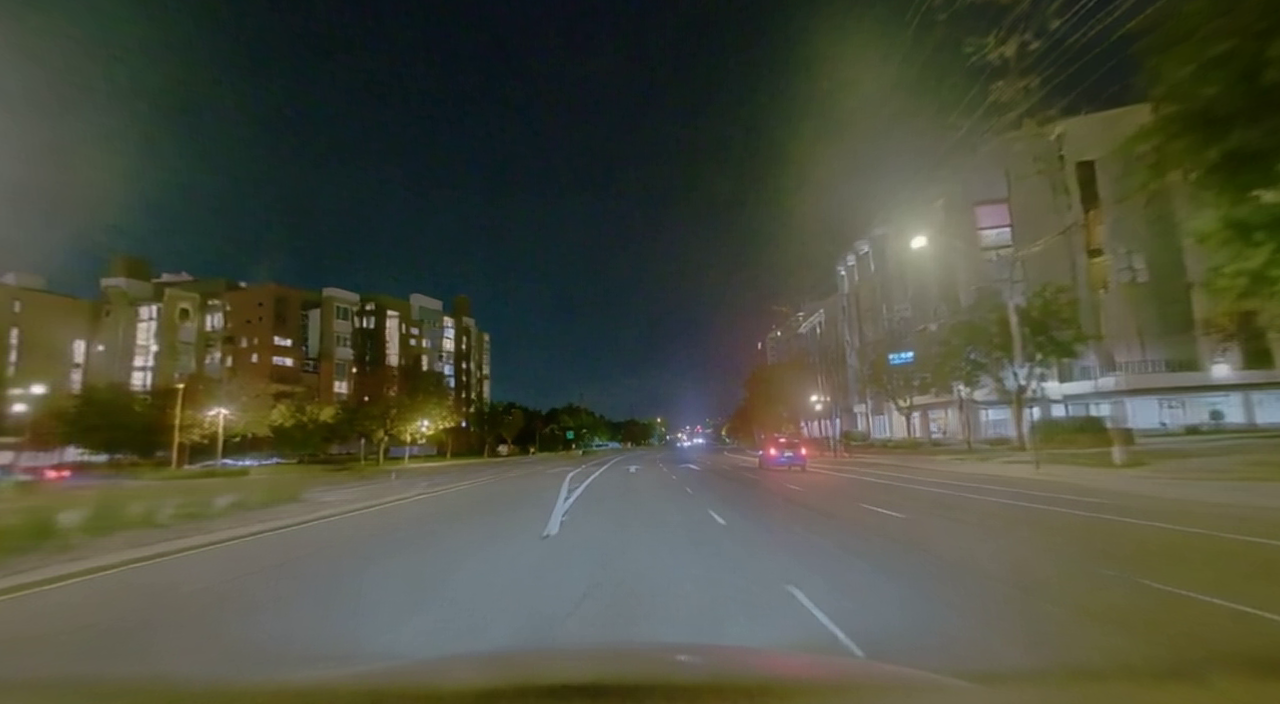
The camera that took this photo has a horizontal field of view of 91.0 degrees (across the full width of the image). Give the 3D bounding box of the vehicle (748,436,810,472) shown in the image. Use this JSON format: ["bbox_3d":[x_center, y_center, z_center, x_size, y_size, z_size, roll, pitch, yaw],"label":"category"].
[{"bbox_3d":[6.108,4.533,28.149,1.908,1.476,3.880,-1,-9,1],"label":"vehicle"}]
